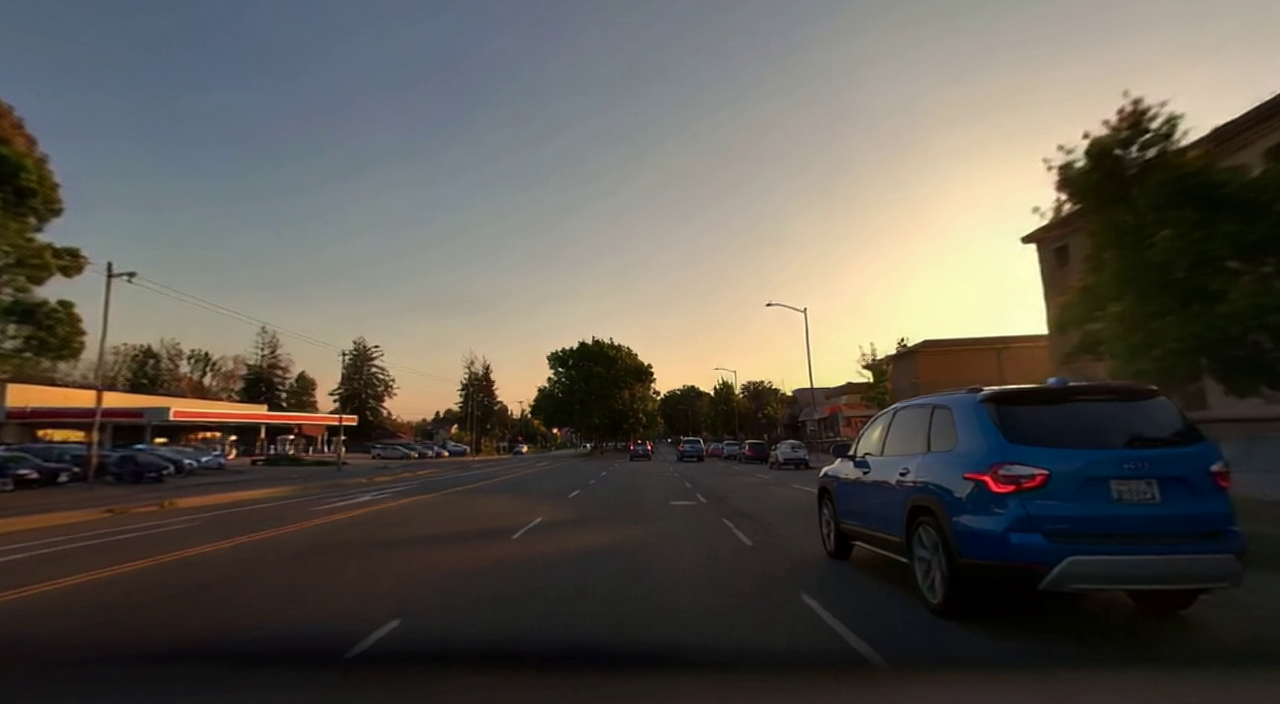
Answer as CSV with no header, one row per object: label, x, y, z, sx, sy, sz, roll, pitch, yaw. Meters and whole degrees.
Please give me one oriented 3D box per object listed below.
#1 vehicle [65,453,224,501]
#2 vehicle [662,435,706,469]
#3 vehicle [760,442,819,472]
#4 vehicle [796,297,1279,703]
vehicle,-17.315,4.351,22.291,1.962,1.496,4.431,0,-9,1
vehicle,2.555,6.011,37.813,2.317,1.857,5.150,0,-9,1
vehicle,7.657,5.407,32.634,1.895,1.437,4.890,0,-9,0
vehicle,3.022,1.073,5.155,2.246,1.963,4.777,0,-9,0
